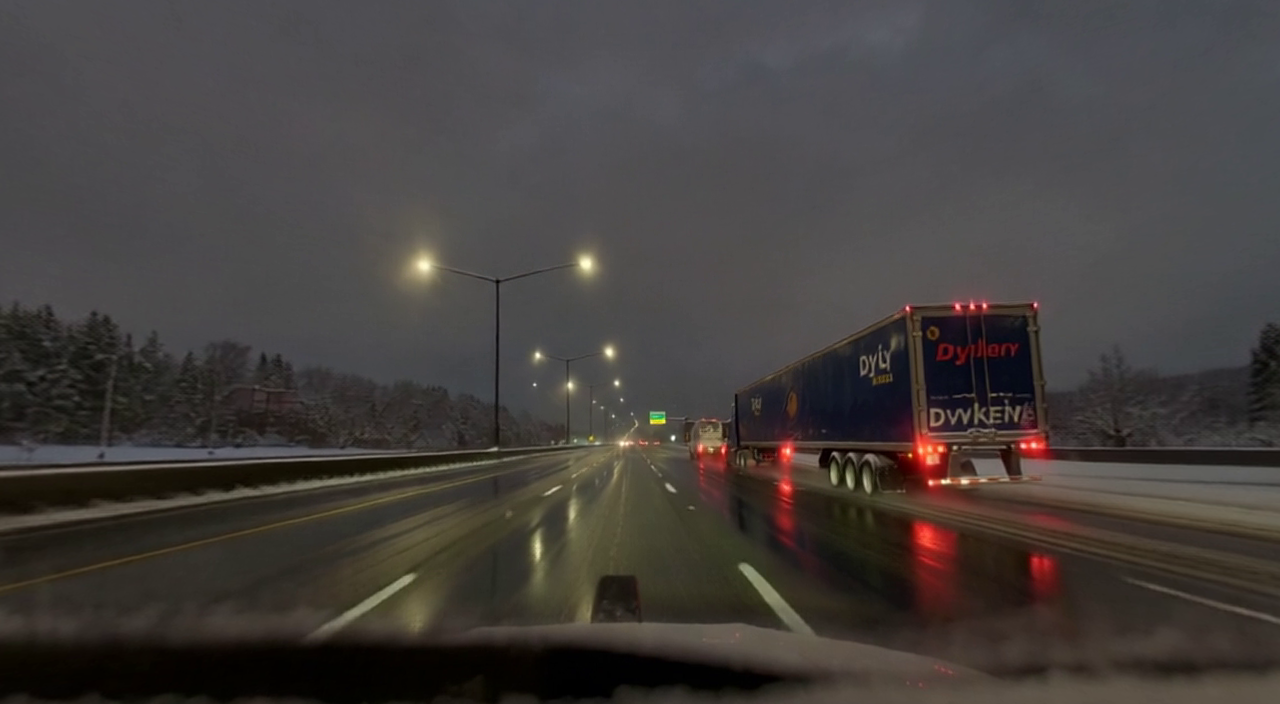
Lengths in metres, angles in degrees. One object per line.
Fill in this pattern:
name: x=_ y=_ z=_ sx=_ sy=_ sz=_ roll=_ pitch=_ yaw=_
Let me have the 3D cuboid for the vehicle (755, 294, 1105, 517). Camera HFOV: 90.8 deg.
vehicle: x=6.546 y=2.070 z=19.280 sx=2.962 sy=3.947 sz=16.241 roll=0 pitch=-8 yaw=0
